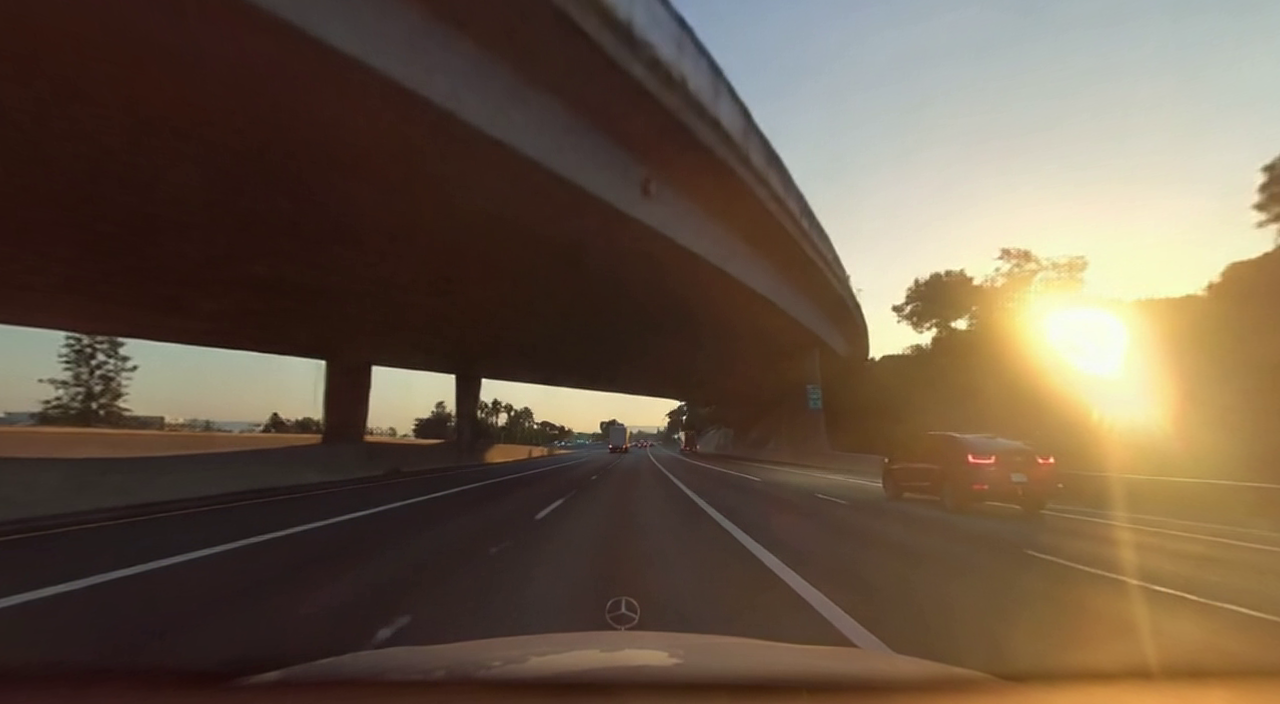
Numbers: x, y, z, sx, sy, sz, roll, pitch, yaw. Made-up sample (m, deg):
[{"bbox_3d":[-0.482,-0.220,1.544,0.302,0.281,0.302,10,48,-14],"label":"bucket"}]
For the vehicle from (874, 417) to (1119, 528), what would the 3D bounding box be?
[{"bbox_3d":[6.626,2.289,12.515,2.096,1.767,4.601,0,-9,-1],"label":"vehicle"}]
